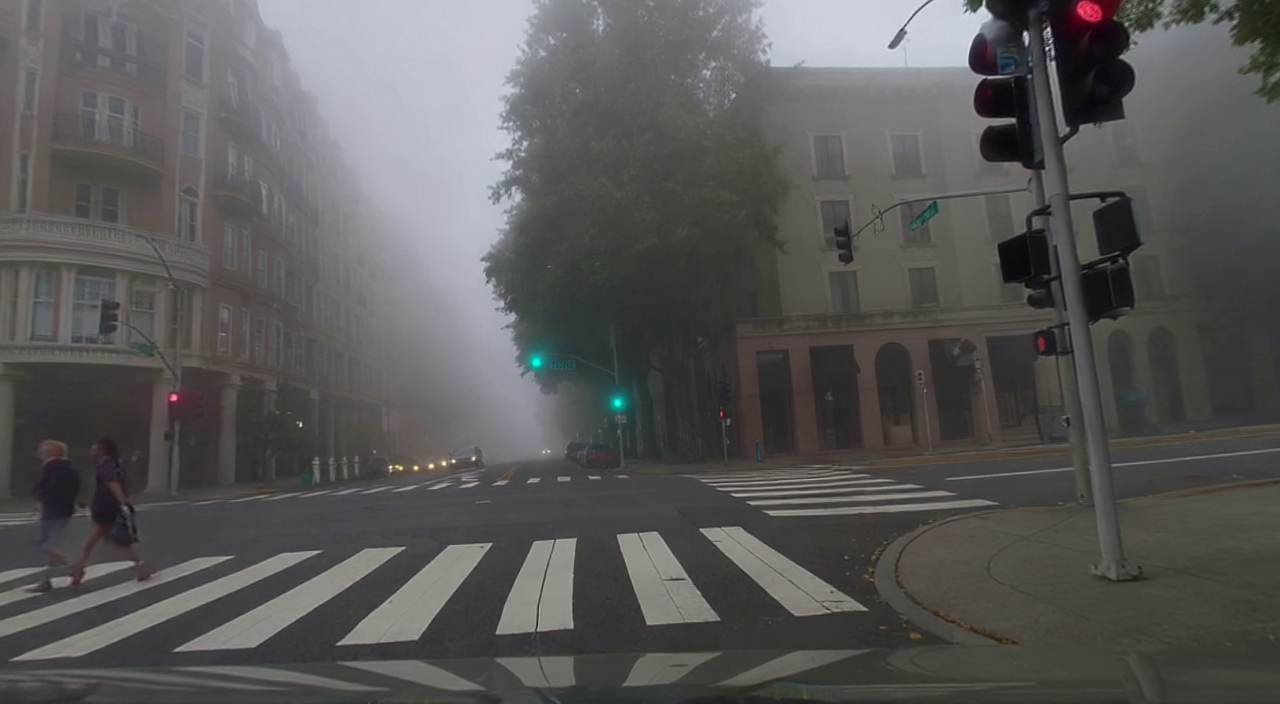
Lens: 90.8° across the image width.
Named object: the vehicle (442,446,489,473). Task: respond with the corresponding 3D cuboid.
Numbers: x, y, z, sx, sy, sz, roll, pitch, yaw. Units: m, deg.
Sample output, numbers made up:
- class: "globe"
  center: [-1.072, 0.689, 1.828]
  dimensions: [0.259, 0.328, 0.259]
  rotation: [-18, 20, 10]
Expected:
- class: "vehicle"
  center: [-10.460, 6.470, 38.173]
  dimensions: [2.196, 1.503, 4.371]
  rotation: [1, -8, -8]
